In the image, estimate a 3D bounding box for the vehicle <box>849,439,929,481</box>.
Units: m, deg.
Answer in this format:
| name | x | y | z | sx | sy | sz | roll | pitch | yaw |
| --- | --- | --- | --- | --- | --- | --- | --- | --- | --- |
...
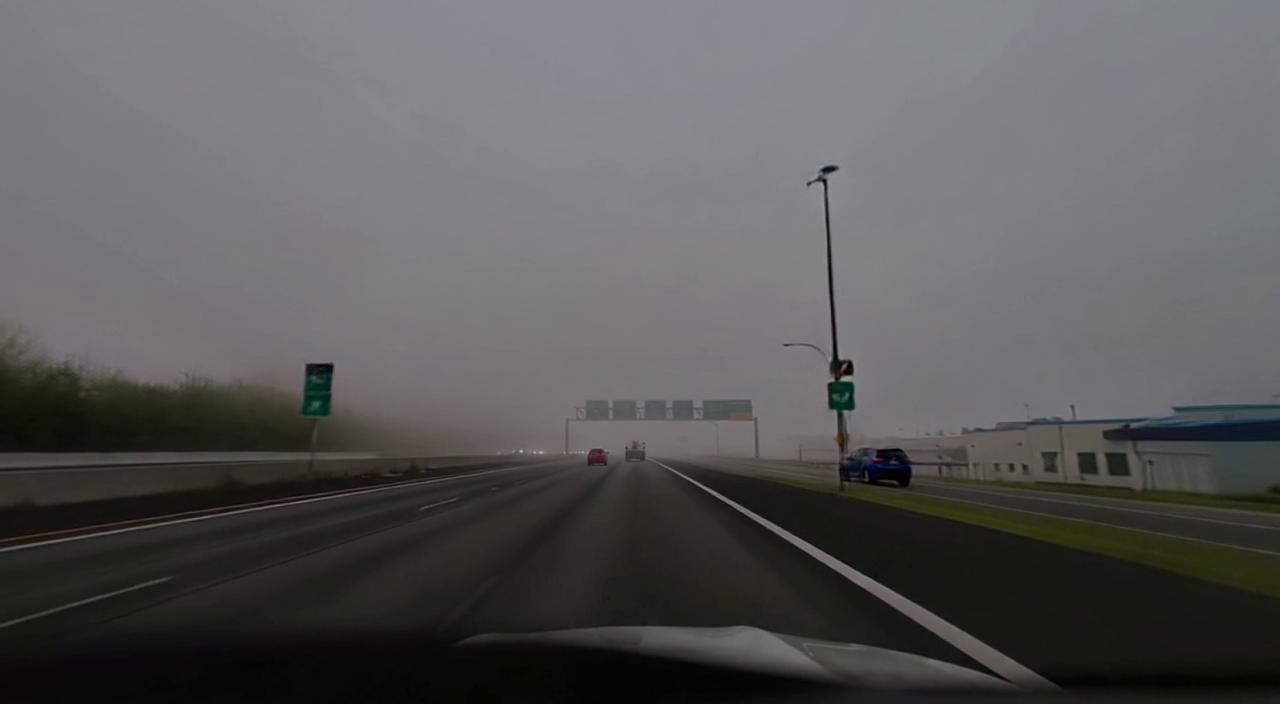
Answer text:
| name | x | y | z | sx | sy | sz | roll | pitch | yaw |
| --- | --- | --- | --- | --- | --- | --- | --- | --- | --- |
| vehicle | 14.846 | 6.460 | 38.075 | 2.411 | 2.326 | 5.300 | 0 | -9 | -3 |
